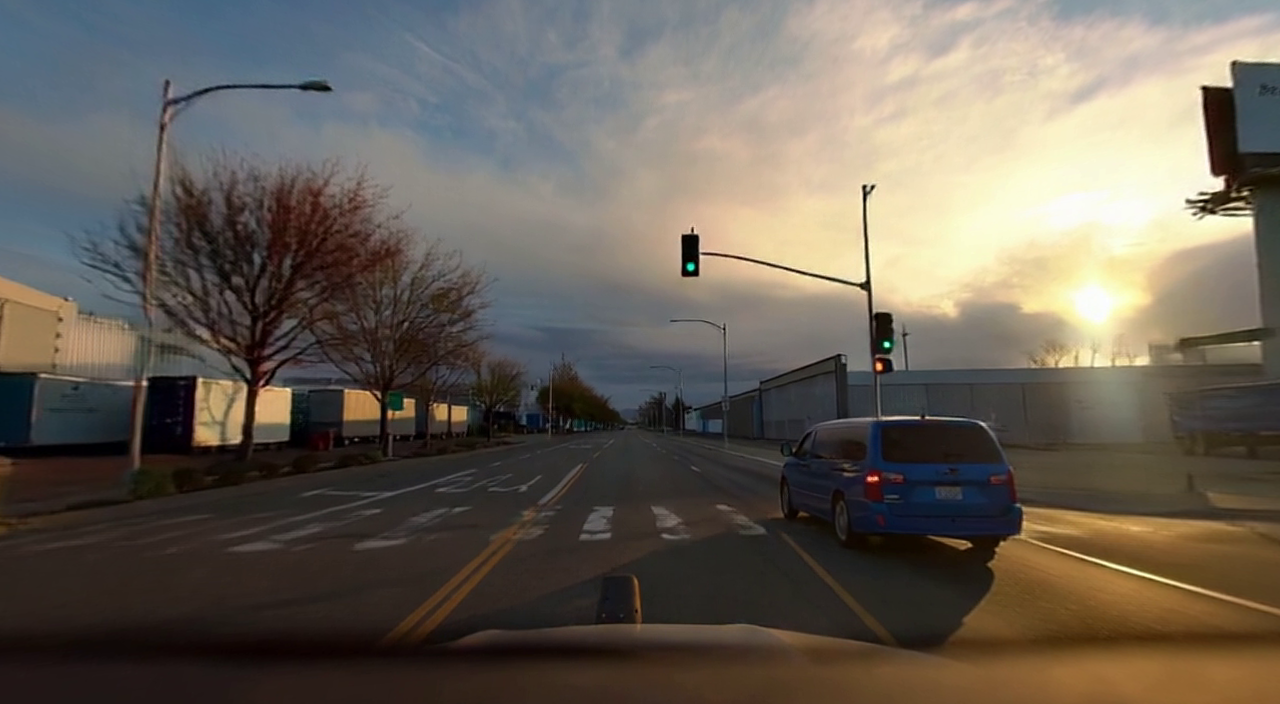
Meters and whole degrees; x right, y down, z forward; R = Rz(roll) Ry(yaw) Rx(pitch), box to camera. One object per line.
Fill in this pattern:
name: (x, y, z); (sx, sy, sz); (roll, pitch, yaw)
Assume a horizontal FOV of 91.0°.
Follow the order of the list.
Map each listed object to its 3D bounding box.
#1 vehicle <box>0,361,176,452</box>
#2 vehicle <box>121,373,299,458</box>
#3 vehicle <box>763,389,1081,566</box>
vehicle: (-27.408, 2.733, 30.421); (2.943, 3.741, 9.094); (1, -7, 0)
vehicle: (-20.586, 3.084, 30.976); (3.337, 3.644, 7.945); (0, -5, -2)
vehicle: (3.426, 1.629, 9.039); (2.202, 1.822, 4.826); (1, -8, -2)
